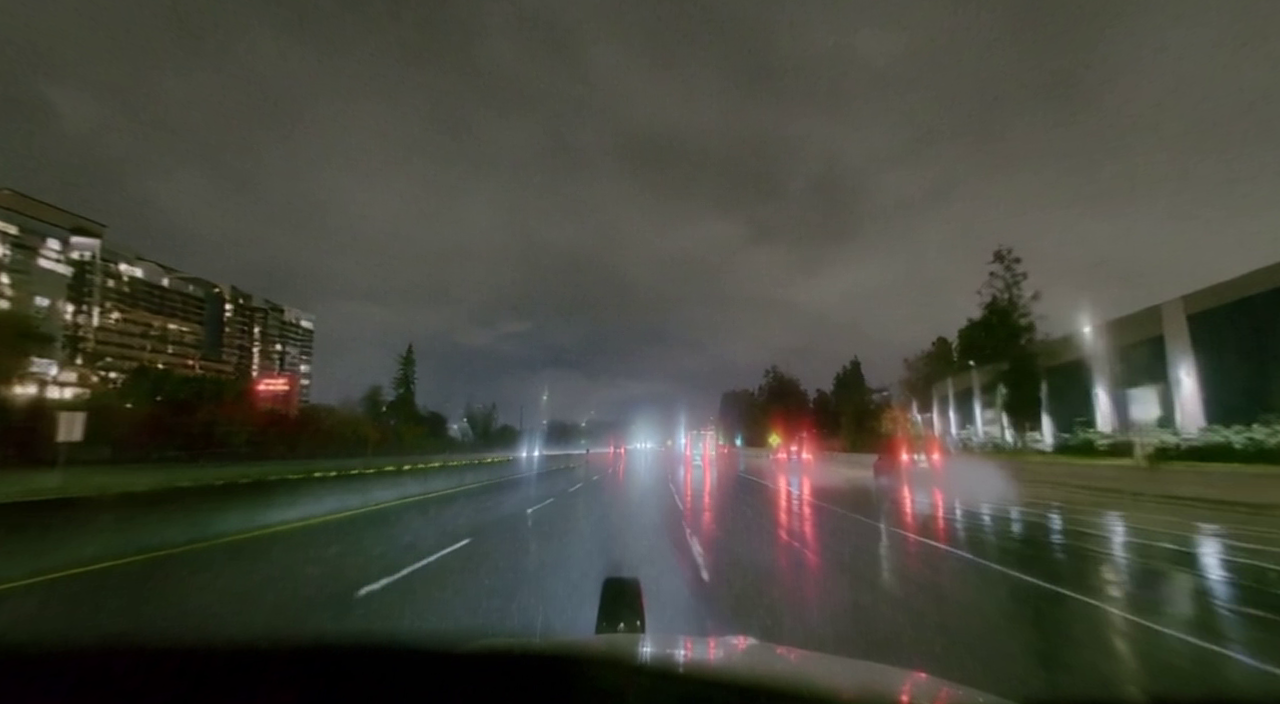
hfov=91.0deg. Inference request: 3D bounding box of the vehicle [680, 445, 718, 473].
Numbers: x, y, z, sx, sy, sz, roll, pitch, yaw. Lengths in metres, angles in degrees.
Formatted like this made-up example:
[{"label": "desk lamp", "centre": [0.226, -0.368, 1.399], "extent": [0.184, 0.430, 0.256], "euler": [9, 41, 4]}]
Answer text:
[{"label": "vehicle", "centre": [3.562, 6.551, 38.791], "extent": [1.974, 1.557, 4.479], "euler": [0, -9, 0]}]
